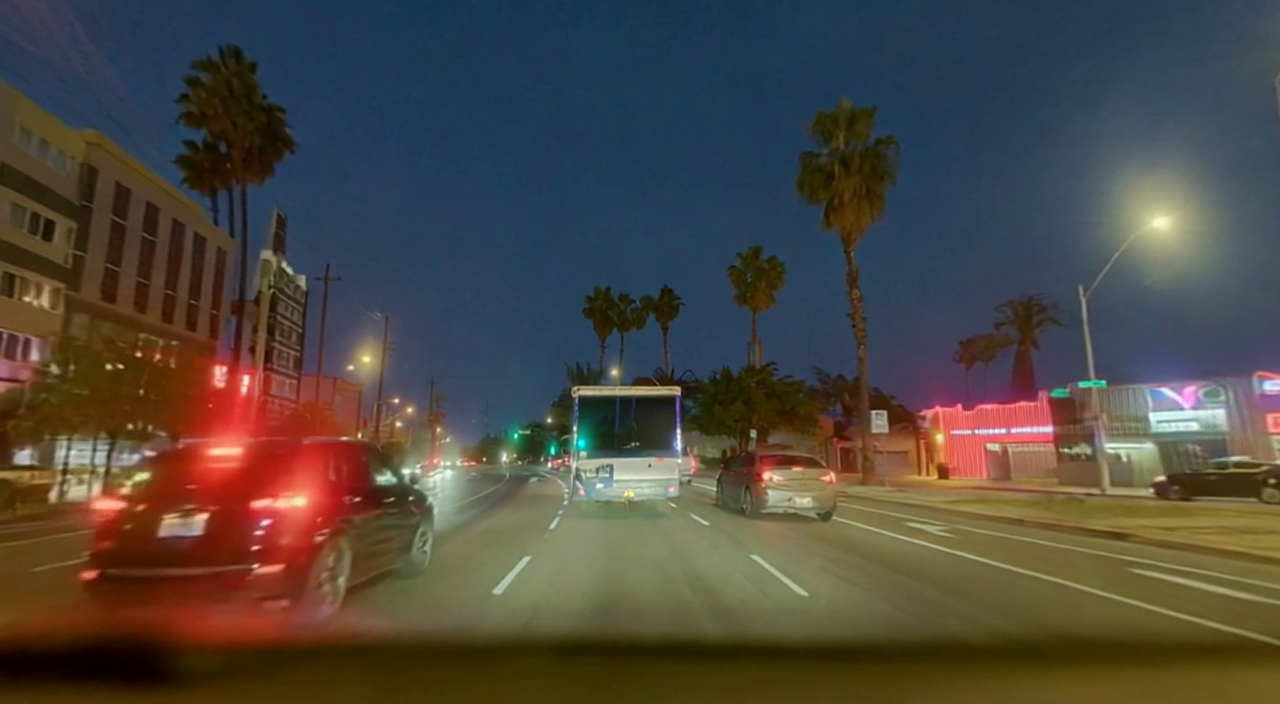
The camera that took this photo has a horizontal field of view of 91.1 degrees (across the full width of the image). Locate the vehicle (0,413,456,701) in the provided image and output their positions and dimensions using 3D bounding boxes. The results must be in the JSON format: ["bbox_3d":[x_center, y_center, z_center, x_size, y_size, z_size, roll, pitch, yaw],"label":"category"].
[{"bbox_3d":[-3.292,1.452,5.707,2.033,1.555,4.408,0,-9,-2],"label":"vehicle"}]

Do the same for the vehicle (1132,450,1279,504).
[{"bbox_3d":[19.596,4.078,20.869,1.942,1.583,4.579,3,-9,-23],"label":"vehicle"}]

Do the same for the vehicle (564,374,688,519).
[{"bbox_3d":[-0.603,2.383,15.946,2.517,2.926,6.177,1,-9,-6],"label":"vehicle"}]

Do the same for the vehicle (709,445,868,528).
[{"bbox_3d":[3.042,2.844,14.064,1.978,1.507,4.636,1,-9,-6],"label":"vehicle"}]
